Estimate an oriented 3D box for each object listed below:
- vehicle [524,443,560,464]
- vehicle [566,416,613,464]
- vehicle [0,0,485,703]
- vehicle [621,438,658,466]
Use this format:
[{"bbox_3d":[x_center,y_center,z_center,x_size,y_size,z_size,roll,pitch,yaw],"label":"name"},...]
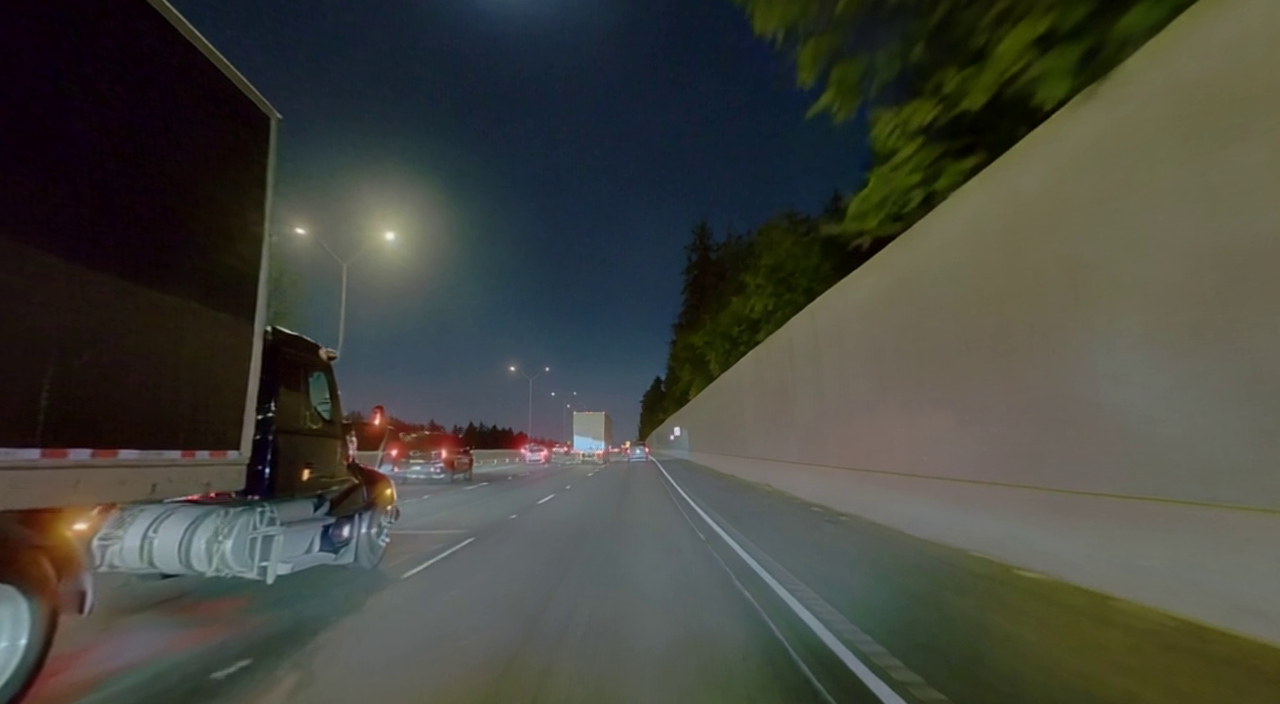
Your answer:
[{"bbox_3d":[-7.295,7.575,47.101,1.962,1.489,4.002,0,-9,1],"label":"vehicle"},{"bbox_3d":[-3.753,6.870,48.799,2.956,3.331,9.575,0,-9,-1],"label":"vehicle"},{"bbox_3d":[-3.792,0.433,4.141,3.025,3.266,9.256,0,-9,1],"label":"vehicle"},{"bbox_3d":[-0.033,6.250,39.443,2.178,1.640,4.071,0,-9,0],"label":"vehicle"}]
